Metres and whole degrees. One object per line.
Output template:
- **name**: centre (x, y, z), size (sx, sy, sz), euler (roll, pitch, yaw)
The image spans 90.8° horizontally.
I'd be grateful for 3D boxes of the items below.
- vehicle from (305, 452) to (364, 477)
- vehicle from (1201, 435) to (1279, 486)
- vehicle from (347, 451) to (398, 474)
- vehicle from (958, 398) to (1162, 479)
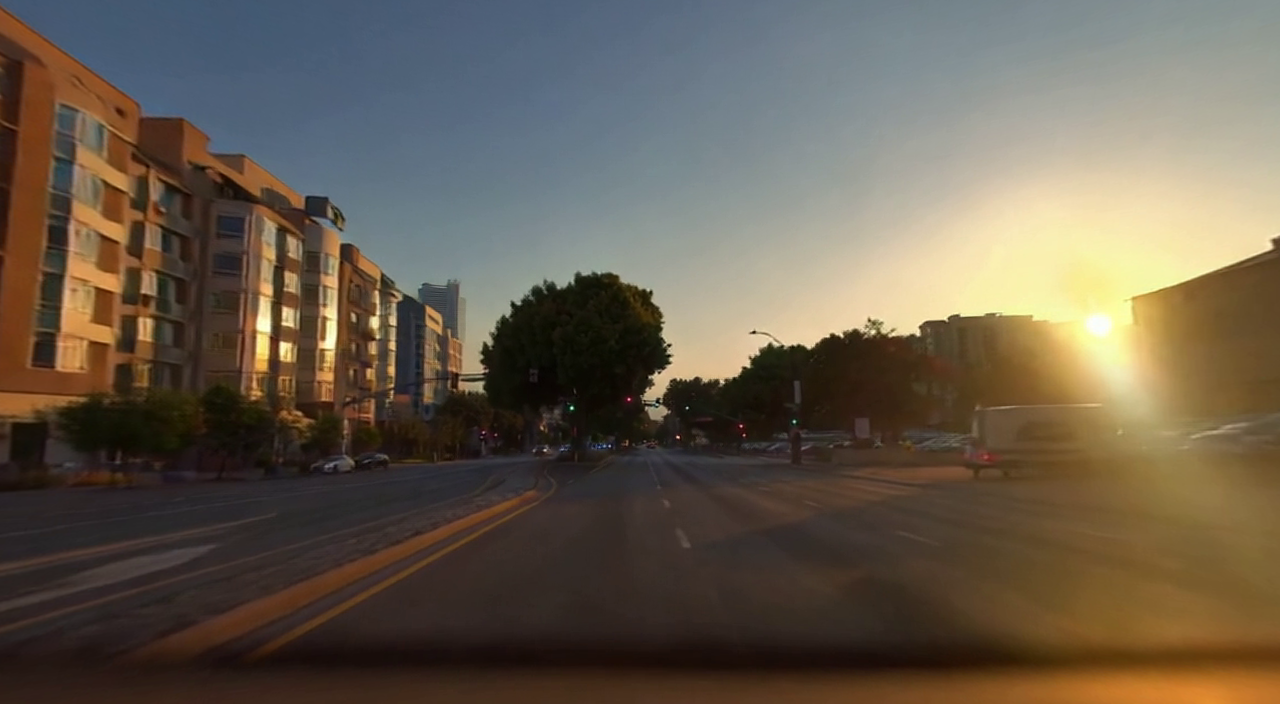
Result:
- **vehicle**: centre (-20.245, 7.443, 42.057), size (1.713, 1.499, 4.040), euler (-1, -9, 3)
- **vehicle**: centre (22.770, 3.932, 23.079), size (4.431, 1.688, 1.996), euler (5, -10, -31)
- **vehicle**: centre (-20.121, 8.305, 47.692), size (1.911, 1.458, 4.547), euler (-1, -7, -1)
- **vehicle**: centre (17.913, 3.769, 27.383), size (6.639, 3.312, 2.759), euler (-1, -9, 3)
